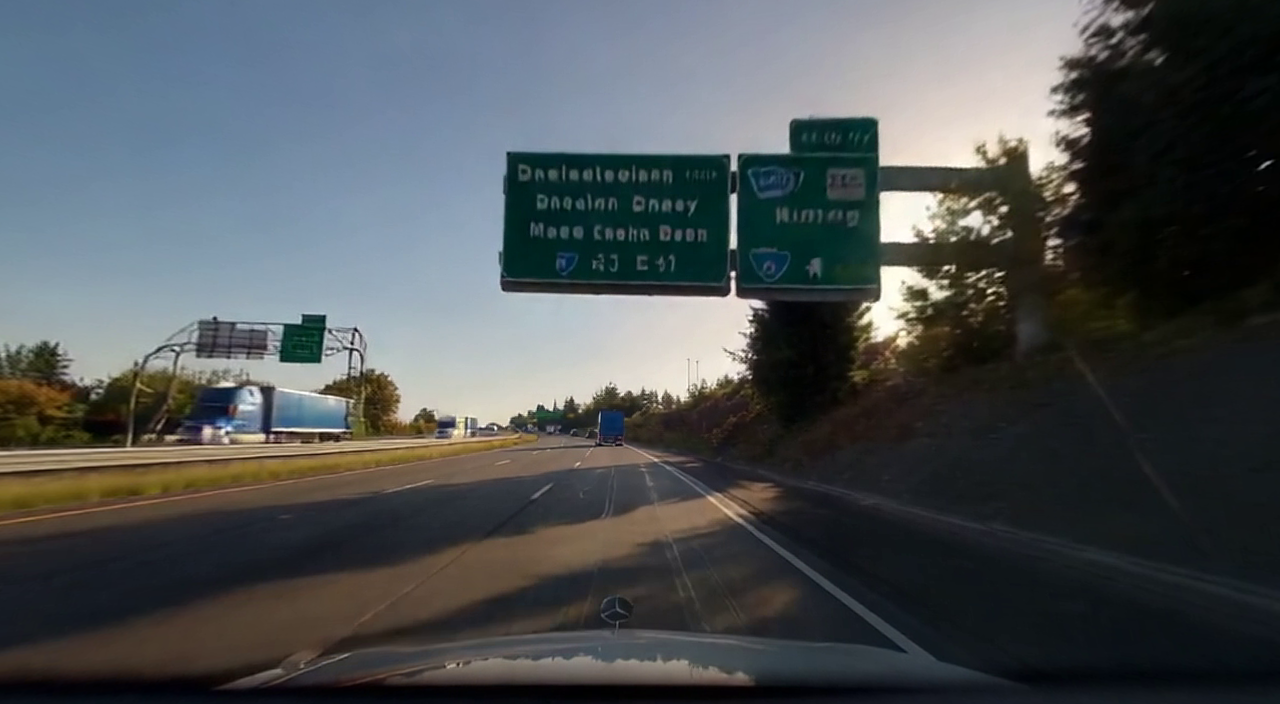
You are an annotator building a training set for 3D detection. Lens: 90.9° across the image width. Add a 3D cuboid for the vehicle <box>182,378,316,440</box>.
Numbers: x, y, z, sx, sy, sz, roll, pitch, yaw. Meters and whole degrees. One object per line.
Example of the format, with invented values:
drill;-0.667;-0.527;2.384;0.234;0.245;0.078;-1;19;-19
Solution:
vehicle;-25.852;4.088;42.573;2.970;3.726;10.218;1;-8;-3
